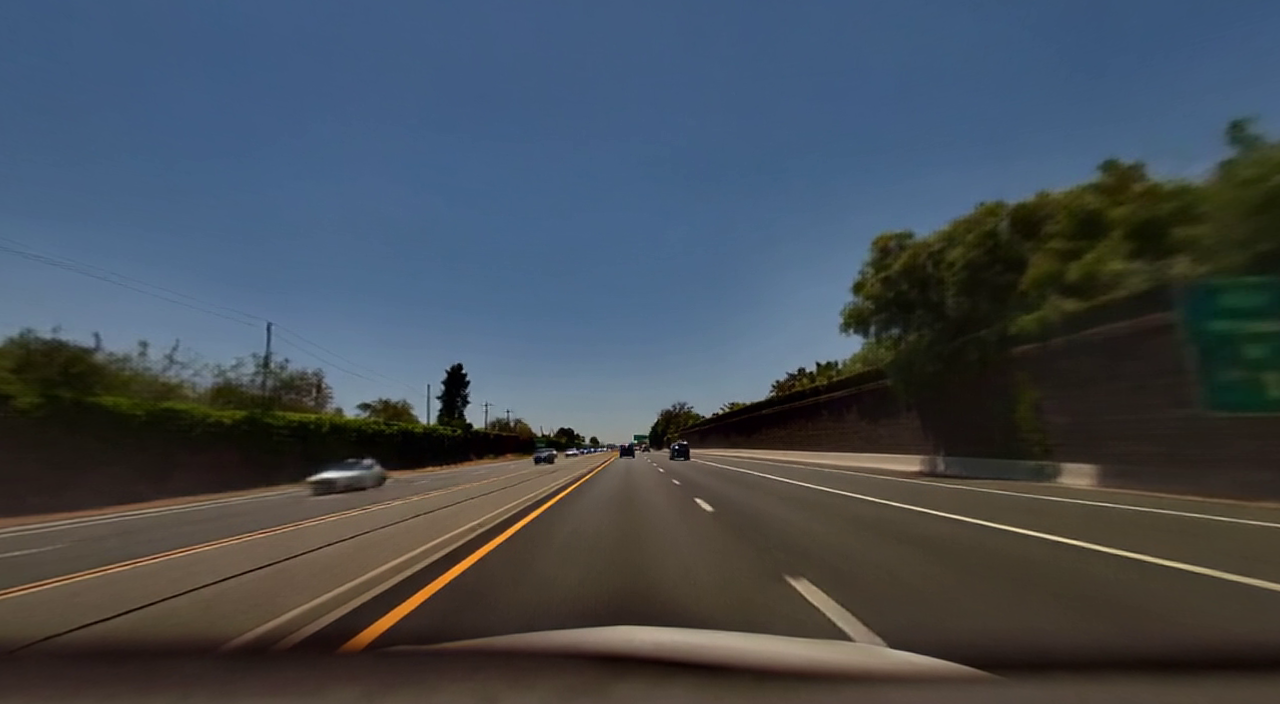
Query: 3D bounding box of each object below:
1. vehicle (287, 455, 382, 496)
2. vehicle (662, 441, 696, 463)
[{"bbox_3d":[-13.343,5.382,27.693,1.919,1.555,4.368,-1,-9,1],"label":"vehicle"},{"bbox_3d":[3.103,7.826,49.021,1.972,1.614,4.025,-2,-8,13],"label":"vehicle"}]
